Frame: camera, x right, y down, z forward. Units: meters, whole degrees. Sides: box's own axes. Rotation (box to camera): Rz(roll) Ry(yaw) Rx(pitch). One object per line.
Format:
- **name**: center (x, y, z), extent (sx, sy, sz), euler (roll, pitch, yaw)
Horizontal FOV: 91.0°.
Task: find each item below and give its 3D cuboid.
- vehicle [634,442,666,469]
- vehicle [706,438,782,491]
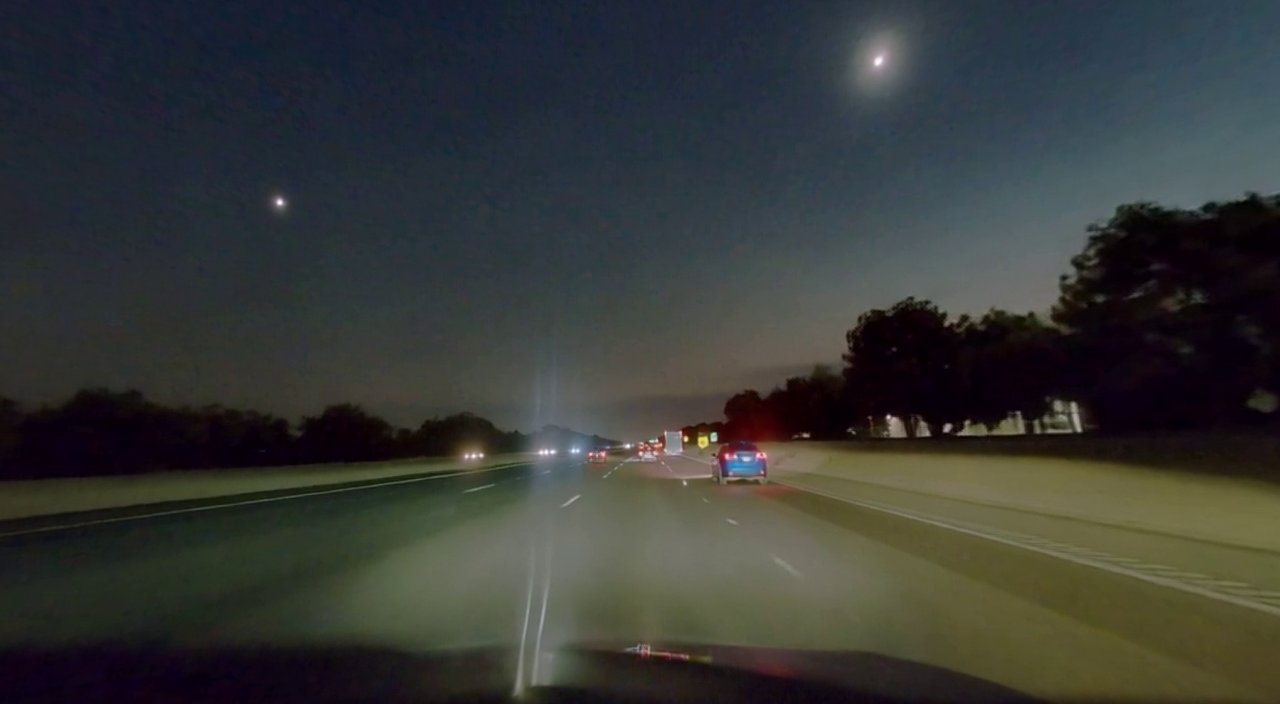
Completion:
- **vehicle**: center (0.649, 7.424, 45.167), extent (2.205, 1.785, 4.423), euler (1, -9, -1)
- **vehicle**: center (3.720, 4.125, 23.400), extent (2.082, 1.720, 4.393), euler (1, -9, 0)
